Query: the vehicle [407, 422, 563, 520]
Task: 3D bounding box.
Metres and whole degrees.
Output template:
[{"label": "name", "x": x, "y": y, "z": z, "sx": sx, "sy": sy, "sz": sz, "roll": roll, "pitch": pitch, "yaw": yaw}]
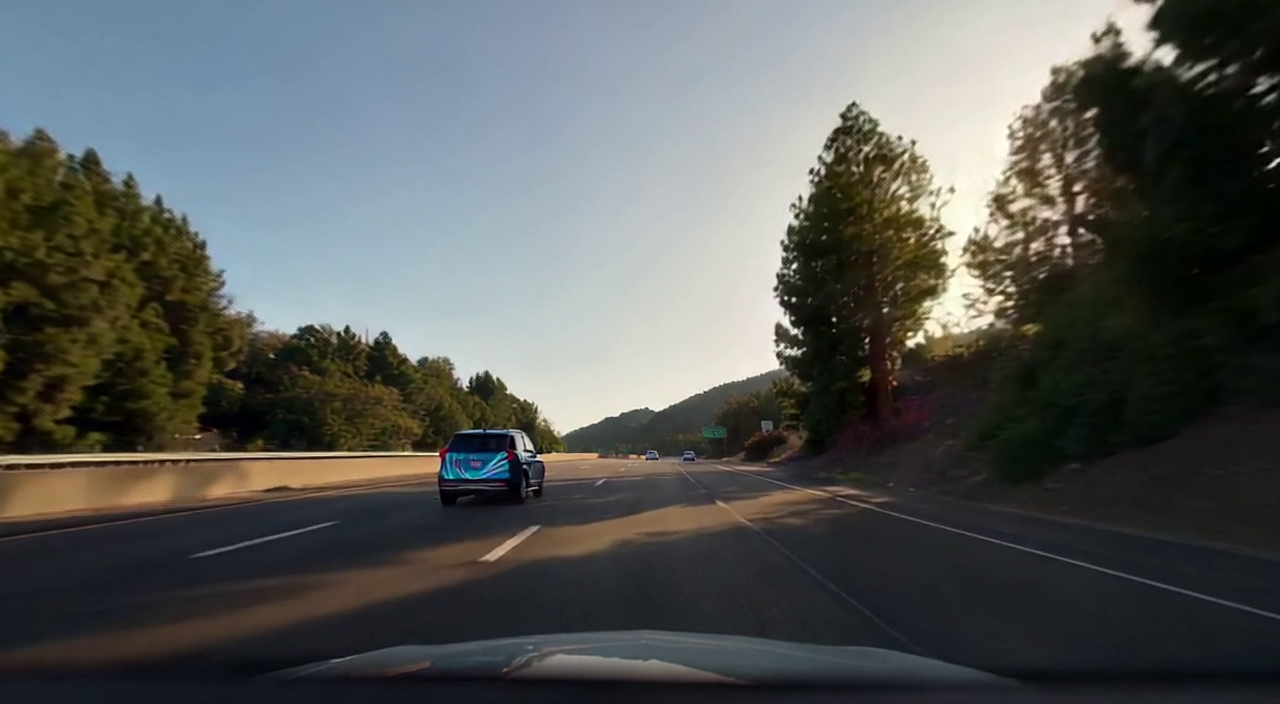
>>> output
[{"label": "vehicle", "x": -3.189, "y": 2.578, "z": 14.204, "sx": 2.183, "sy": 1.803, "sz": 4.685, "roll": 0, "pitch": -8, "yaw": 2}]
